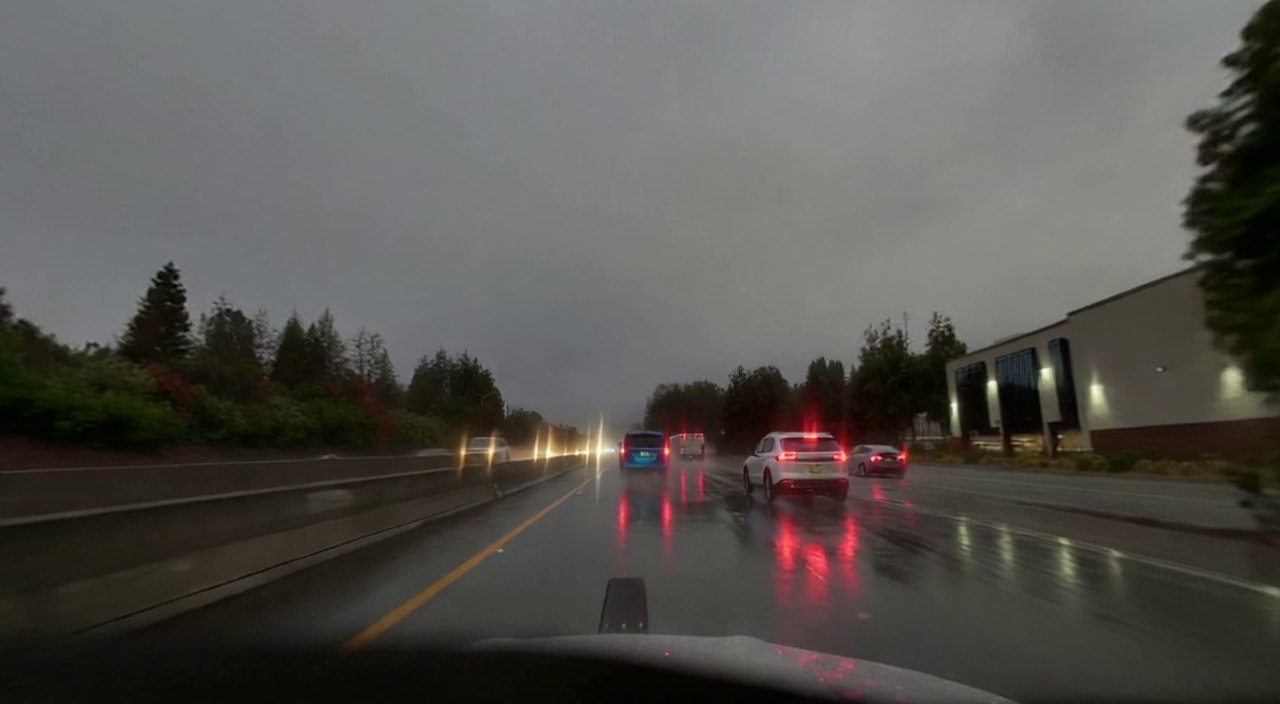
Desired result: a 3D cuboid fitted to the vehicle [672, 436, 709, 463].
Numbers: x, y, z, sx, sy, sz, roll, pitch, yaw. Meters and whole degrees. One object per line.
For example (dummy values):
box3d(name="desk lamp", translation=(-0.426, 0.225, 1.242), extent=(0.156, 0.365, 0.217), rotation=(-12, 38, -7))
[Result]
box3d(name="vehicle", translation=(3.872, 7.630, 49.479), extent=(2.328, 1.987, 5.440), rotation=(0, -8, -1))

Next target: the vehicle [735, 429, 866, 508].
box3d(name="vehicle", translation=(3.591, 2.683, 14.969), extent=(2.042, 1.592, 4.047), rotation=(0, -8, 0))

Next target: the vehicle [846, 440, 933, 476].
box3d(name="vehicle", translation=(10.955, 4.682, 28.050), extent=(2.027, 1.446, 4.470), rotation=(0, -8, 0))

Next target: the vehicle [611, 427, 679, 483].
box3d(name="vehicle", translation=(0.174, 3.832, 23.685), extent=(2.290, 1.862, 4.454), rotation=(0, -8, 0))

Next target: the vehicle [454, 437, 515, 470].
box3d(name="vehicle", translation=(-10.685, 7.019, 43.954), extent=(2.614, 2.135, 6.505), rotation=(0, -8, 0))
